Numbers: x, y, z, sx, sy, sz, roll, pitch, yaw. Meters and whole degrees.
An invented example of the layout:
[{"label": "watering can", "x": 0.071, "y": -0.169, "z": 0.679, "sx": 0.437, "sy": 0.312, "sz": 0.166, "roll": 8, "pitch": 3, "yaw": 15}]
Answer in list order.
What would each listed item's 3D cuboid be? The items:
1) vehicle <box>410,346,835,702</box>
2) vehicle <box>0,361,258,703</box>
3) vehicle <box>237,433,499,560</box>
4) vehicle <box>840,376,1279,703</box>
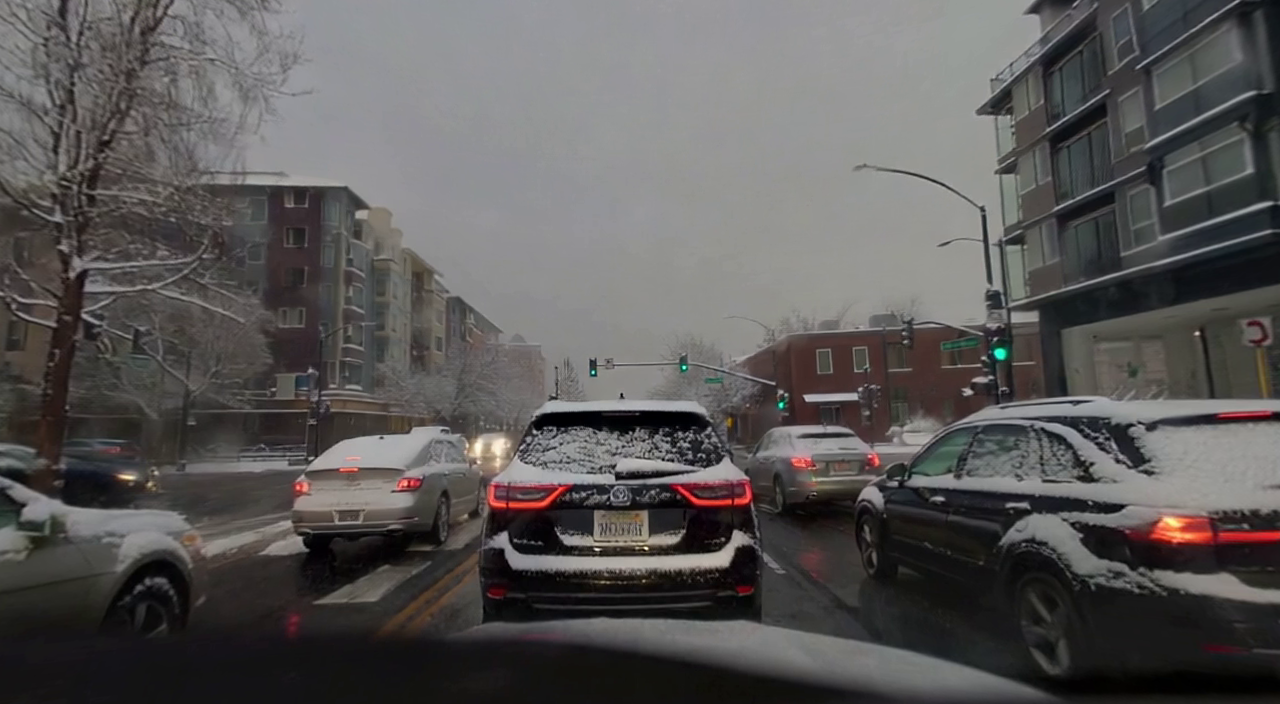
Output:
[{"label": "vehicle", "x": -0.101, "y": 1.273, "z": 6.049, "sx": 2.206, "sy": 1.858, "sz": 5.332, "roll": 0, "pitch": -8, "yaw": 0}, {"label": "vehicle", "x": -3.825, "y": 0.782, "z": 1.953, "sx": 2.126, "sy": 1.693, "sz": 5.289, "roll": 0, "pitch": -8, "yaw": -2}, {"label": "vehicle", "x": -3.793, "y": 2.080, "z": 9.992, "sx": 2.055, "sy": 1.488, "sz": 4.733, "roll": 0, "pitch": -8, "yaw": 0}, {"label": "vehicle", "x": 3.190, "y": 1.202, "z": 4.758, "sx": 1.906, "sy": 1.608, "sz": 4.137, "roll": 0, "pitch": -8, "yaw": -1}]
